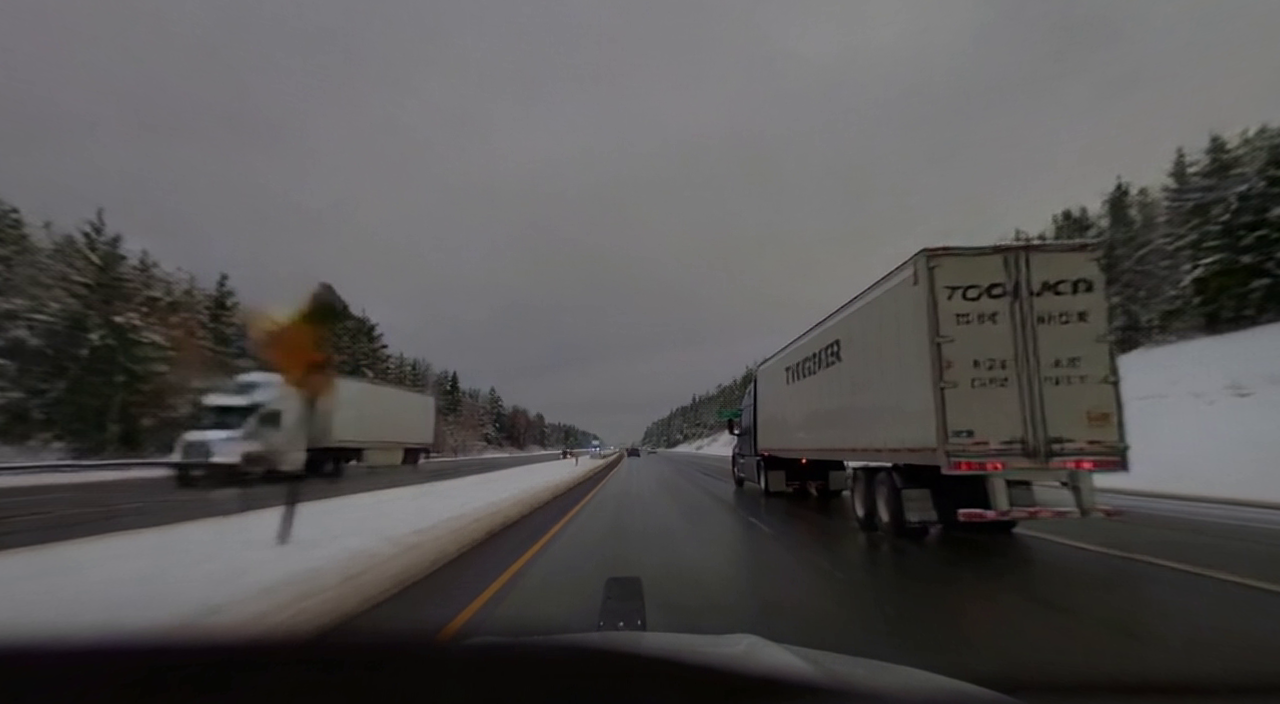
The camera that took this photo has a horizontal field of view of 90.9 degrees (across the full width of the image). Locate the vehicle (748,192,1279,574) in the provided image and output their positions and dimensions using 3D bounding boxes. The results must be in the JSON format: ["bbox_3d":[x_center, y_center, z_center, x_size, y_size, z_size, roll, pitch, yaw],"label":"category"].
[{"bbox_3d":[5.211,1.340,13.767,2.983,4.030,14.444,0,-9,-1],"label":"vehicle"}]

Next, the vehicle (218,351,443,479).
[{"bbox_3d":[-12.601,3.149,28.201,3.221,4.368,13.553,0,-9,0],"label":"vehicle"}]

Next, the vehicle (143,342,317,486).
[{"bbox_3d":[-12.584,1.978,19.694,3.266,4.192,2.746,0,-9,0],"label":"vehicle"}]
